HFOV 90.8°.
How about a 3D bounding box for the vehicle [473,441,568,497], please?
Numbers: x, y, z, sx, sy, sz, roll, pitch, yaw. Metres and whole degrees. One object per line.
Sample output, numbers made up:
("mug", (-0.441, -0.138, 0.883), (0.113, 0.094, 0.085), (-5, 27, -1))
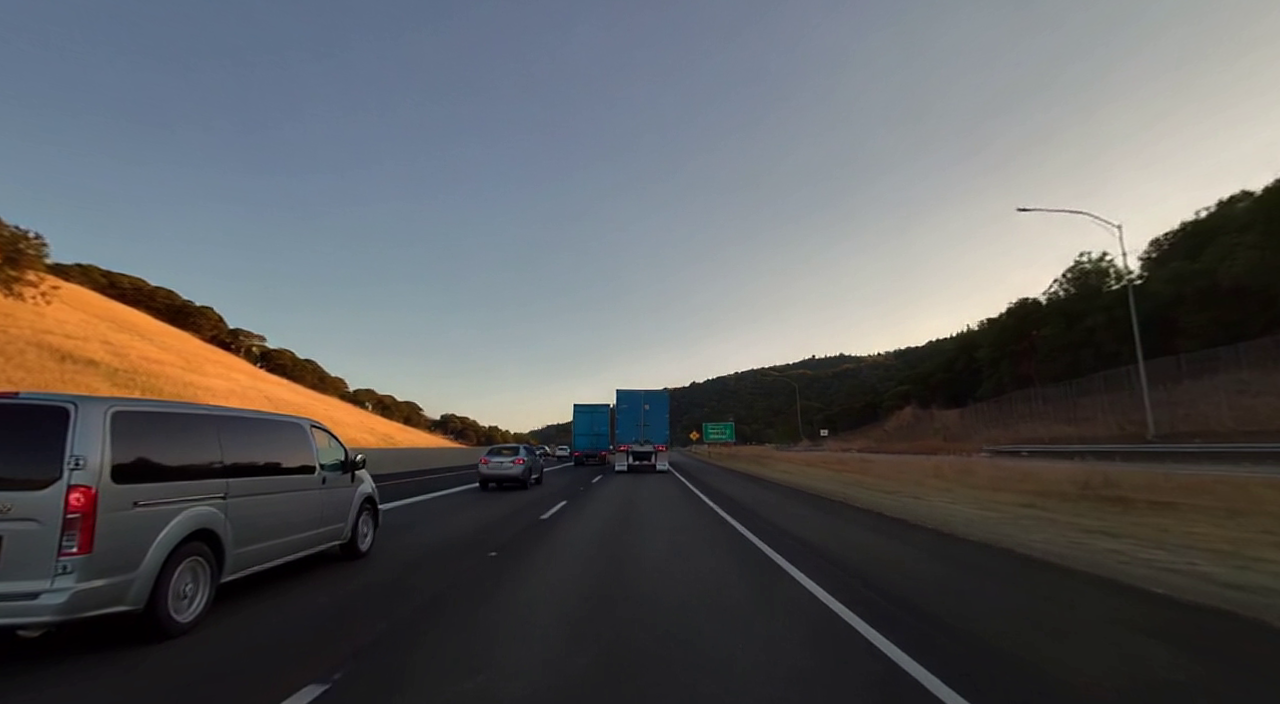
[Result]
("vehicle", (-3.421, 3.423, 18.912), (1.950, 1.446, 4.224), (0, -8, 1))

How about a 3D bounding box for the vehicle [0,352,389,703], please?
("vehicle", (-4.108, 1.182, 4.959), (2.136, 1.779, 4.875), (0, -8, 2))

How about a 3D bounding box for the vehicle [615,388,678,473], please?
("vehicle", (0.461, 4.475, 35.137), (2.913, 3.988, 10.874), (0, -8, 2))
